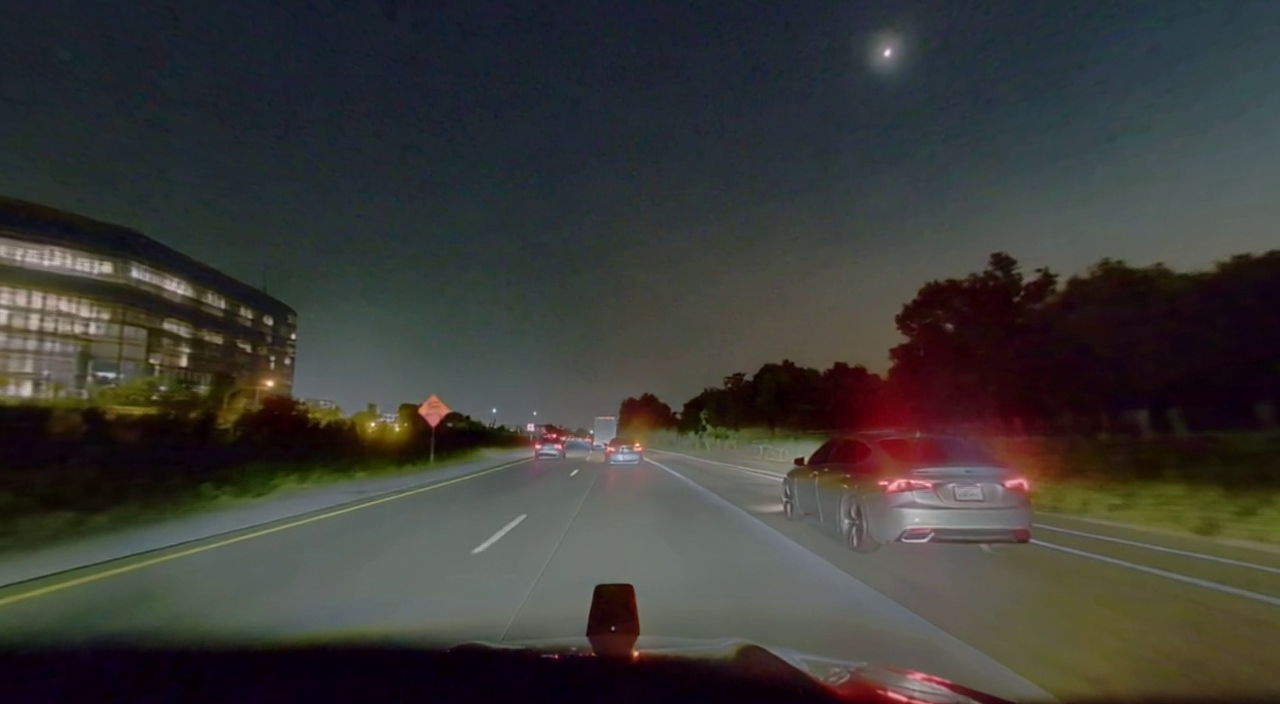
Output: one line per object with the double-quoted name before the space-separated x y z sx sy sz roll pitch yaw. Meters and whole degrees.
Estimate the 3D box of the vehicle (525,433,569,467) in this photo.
"vehicle" -5.209 5.551 35.804 2.080 1.733 4.410 0 -8 -3

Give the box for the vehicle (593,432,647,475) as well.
"vehicle" -0.897 4.237 26.466 2.078 1.608 3.982 0 -8 -3
